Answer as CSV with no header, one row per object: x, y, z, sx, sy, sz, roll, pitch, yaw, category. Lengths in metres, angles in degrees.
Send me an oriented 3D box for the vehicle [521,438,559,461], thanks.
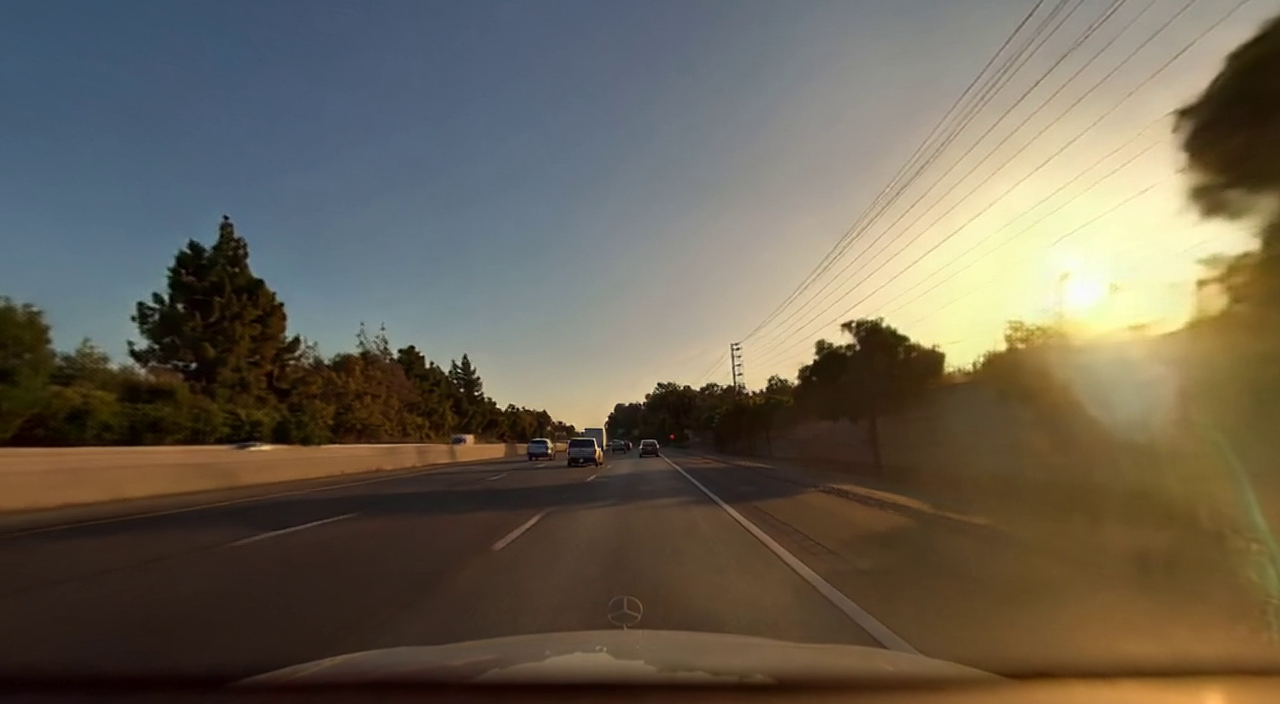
-7.052,6.926,44.736,1.936,1.497,4.251,0,-8,1,vehicle

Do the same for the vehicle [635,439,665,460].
0.700,6.968,45.102,2.057,1.453,3.926,0,-8,1,vehicle

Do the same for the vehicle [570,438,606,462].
-3.441,6.568,42.294,2.046,1.478,4.111,0,-8,1,vehicle
